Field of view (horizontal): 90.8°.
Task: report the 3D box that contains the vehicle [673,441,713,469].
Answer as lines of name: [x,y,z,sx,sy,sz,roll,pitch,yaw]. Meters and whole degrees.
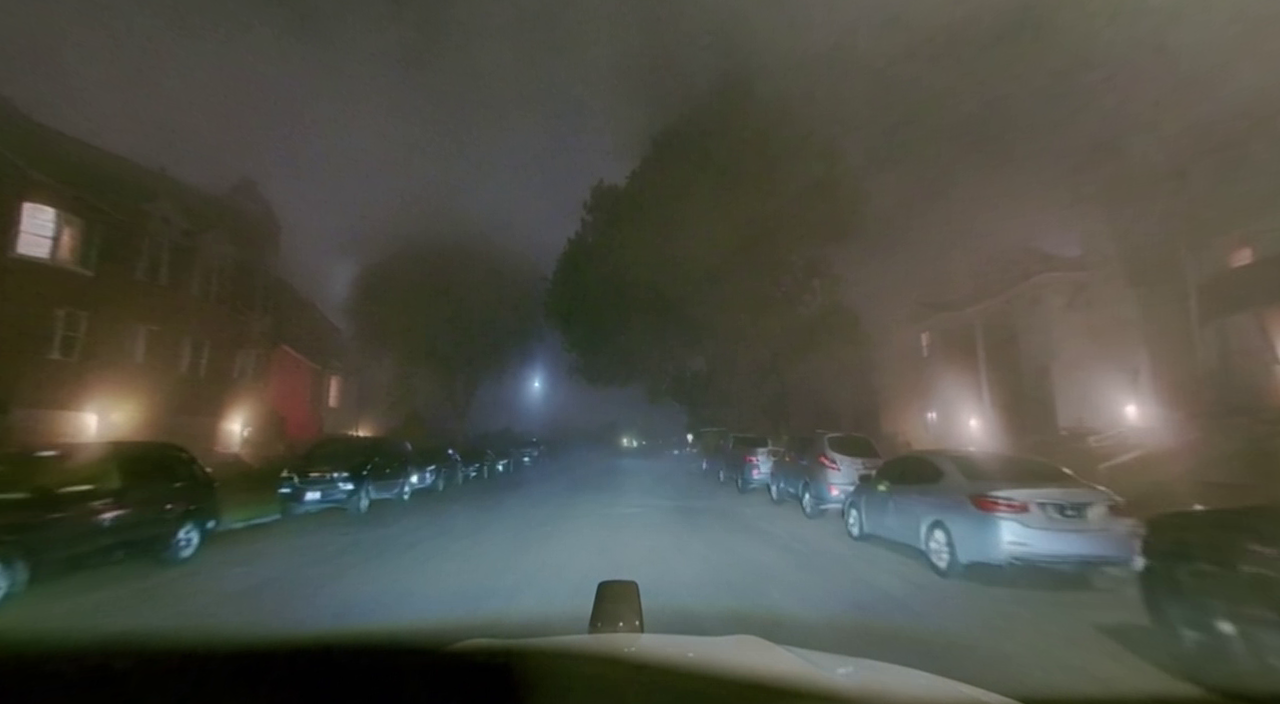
vehicle: [3.546,7.029,43.267,2.101,1.771,4.747,0,-9,-2]

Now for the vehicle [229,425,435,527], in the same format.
vehicle: [-7.189,2.948,15.798,2.195,2.023,6.055,0,-9,-1]

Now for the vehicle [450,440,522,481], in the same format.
vehicle: [-7.464,5.310,31.241,2.042,1.785,5.876,0,-9,0]

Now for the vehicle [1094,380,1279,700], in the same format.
vehicle: [4.504,0.897,2.570,1.918,1.740,4.415,0,-9,-1]

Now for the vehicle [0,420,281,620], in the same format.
vehicle: [-7.100,1.874,7.874,2.162,1.846,5.426,0,-9,-1]

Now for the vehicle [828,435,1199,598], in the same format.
vehicle: [4.172,1.883,8.262,1.877,1.486,4.713,0,-9,-1]
